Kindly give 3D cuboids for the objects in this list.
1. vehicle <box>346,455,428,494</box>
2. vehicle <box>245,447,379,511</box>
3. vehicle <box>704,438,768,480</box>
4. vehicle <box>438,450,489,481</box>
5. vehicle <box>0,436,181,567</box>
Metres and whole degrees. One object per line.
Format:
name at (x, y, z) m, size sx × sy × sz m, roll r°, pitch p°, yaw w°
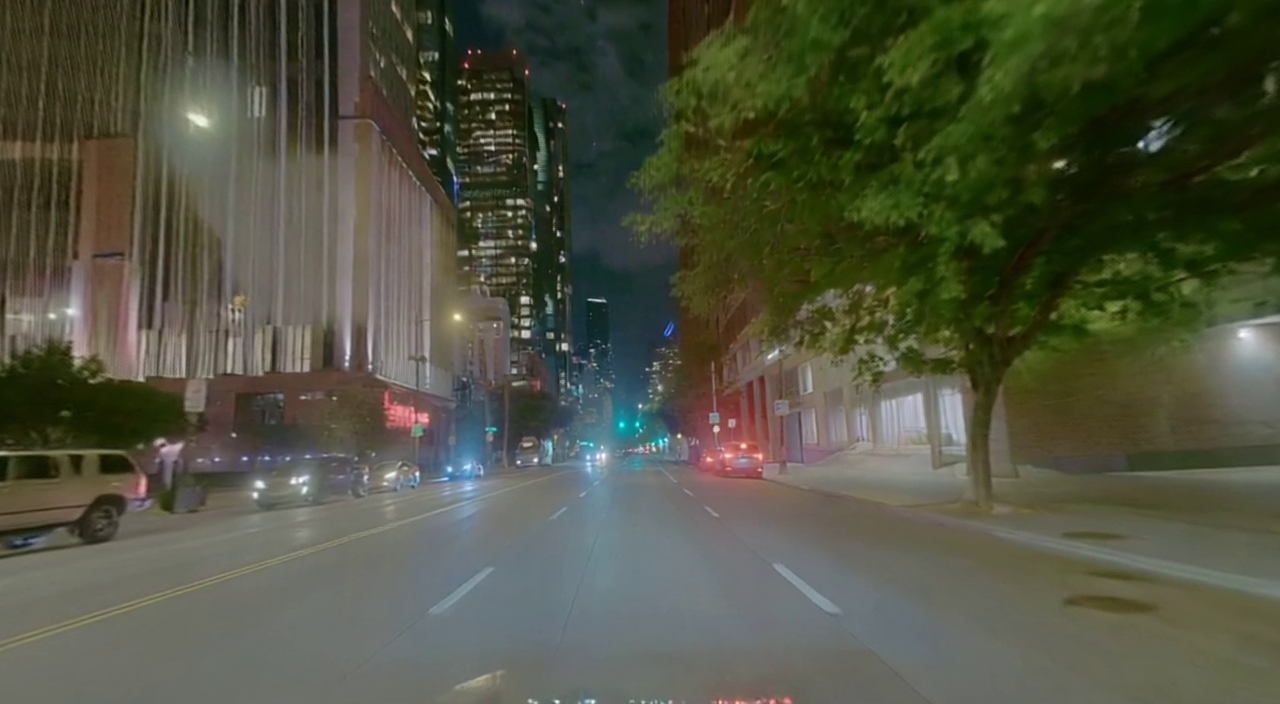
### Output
vehicle at (-11.376, 5.532, 28.758) m, size 2.007 × 1.511 × 4.280 m, roll -4°, pitch -10°, yaw 0°
vehicle at (-11.335, 4.374, 22.407) m, size 1.970 × 1.828 × 5.519 m, roll -3°, pitch -9°, yaw -2°
vehicle at (4.637, 5.288, 31.423) m, size 2.237 × 1.908 × 5.320 m, roll 0°, pitch -9°, yaw -1°
vehicle at (-11.261, 7.259, 40.602) m, size 2.039 × 1.770 × 4.445 m, roll -3°, pitch -10°, yaw -1°
vehicle at (-10.836, 2.400, 10.010) m, size 2.574 × 1.922 × 6.292 m, roll -4°, pitch -9°, yaw -1°
